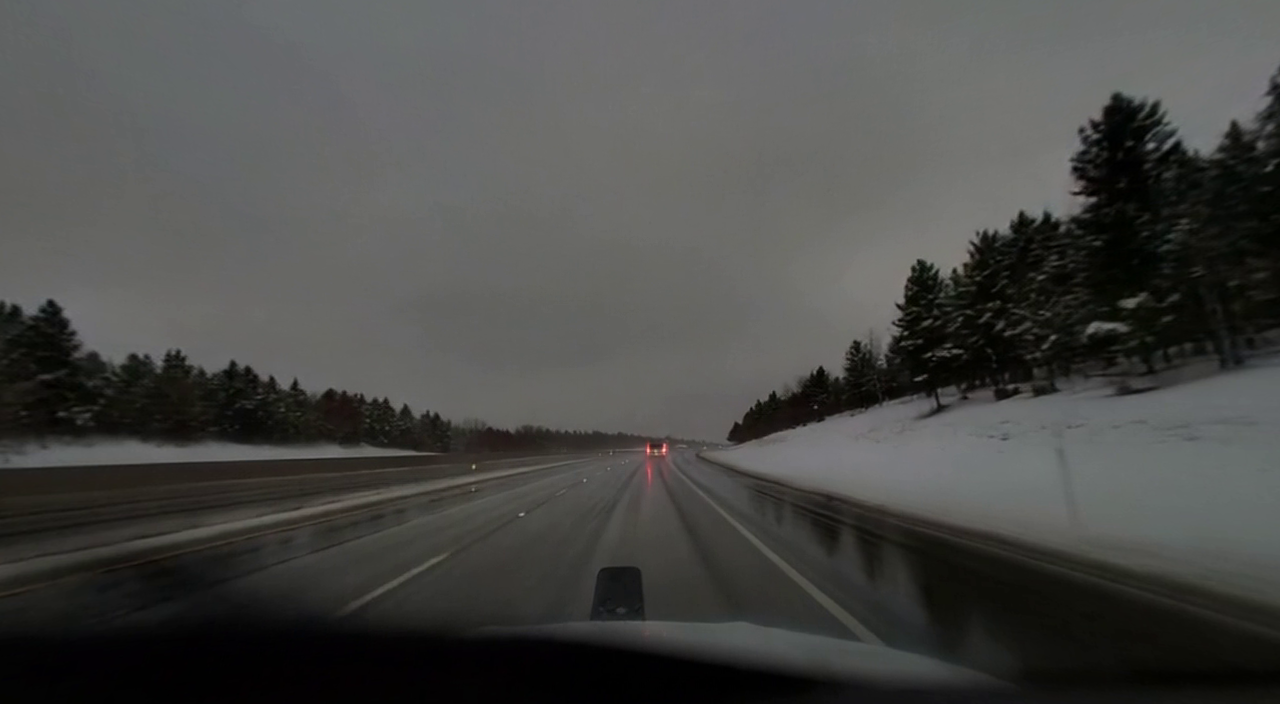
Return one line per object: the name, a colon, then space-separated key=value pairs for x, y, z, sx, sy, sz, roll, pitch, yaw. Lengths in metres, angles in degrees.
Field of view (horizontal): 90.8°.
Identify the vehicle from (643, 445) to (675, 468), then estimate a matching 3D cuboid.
vehicle: x=1.405 y=7.781 z=46.988 sx=2.221 sy=1.603 sz=4.149 roll=-1 pitch=-9 yaw=2
